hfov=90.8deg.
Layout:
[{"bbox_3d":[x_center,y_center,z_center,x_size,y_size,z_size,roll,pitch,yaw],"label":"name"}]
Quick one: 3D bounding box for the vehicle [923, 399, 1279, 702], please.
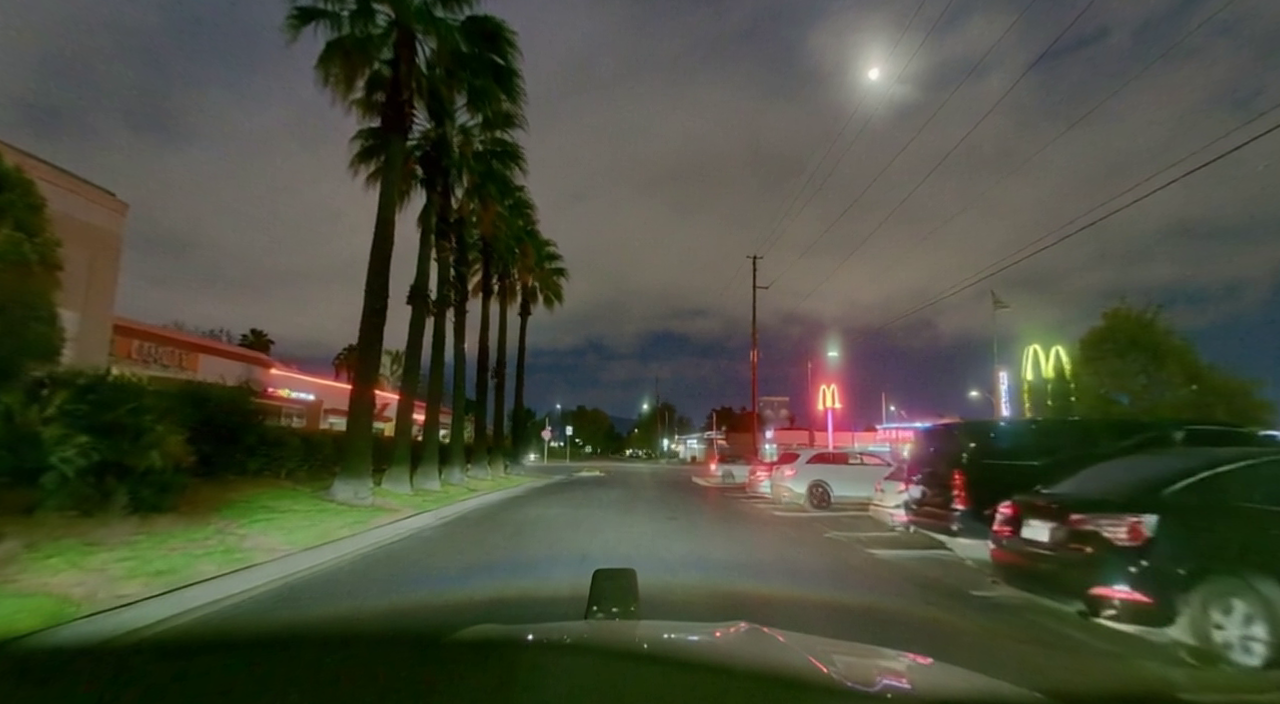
[{"bbox_3d":[5.044,1.302,4.805,4.787,1.747,1.956,0,-9,-1],"label":"vehicle"}]
